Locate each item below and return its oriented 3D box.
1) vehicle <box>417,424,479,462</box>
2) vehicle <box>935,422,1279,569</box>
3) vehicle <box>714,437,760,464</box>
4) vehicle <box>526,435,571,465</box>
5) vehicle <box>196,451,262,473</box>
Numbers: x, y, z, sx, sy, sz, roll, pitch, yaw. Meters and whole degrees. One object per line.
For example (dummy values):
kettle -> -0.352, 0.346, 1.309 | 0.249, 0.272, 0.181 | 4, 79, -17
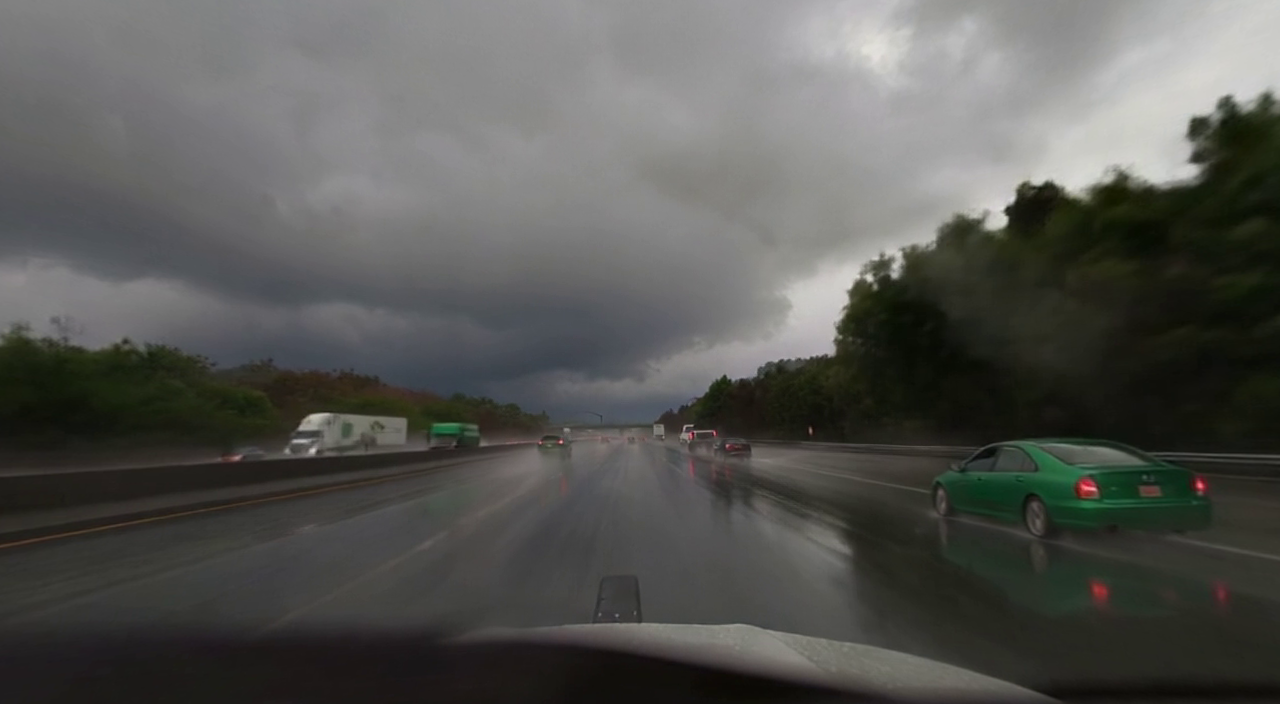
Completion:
vehicle -> -14.007, 6.666, 46.527 | 2.436, 2.595, 7.097 | 0, -8, -1
vehicle -> 6.110, 1.753, 8.613 | 2.028, 1.488, 4.236 | 0, -8, -1
vehicle -> 5.489, 5.617, 36.020 | 1.920, 1.436, 3.890 | 0, -8, -2
vehicle -> -5.058, 5.450, 35.293 | 1.966, 1.570, 3.859 | 0, -8, -1
vehicle -> -31.291, 8.391, 48.111 | 1.788, 1.438, 4.427 | -2, -7, 6
